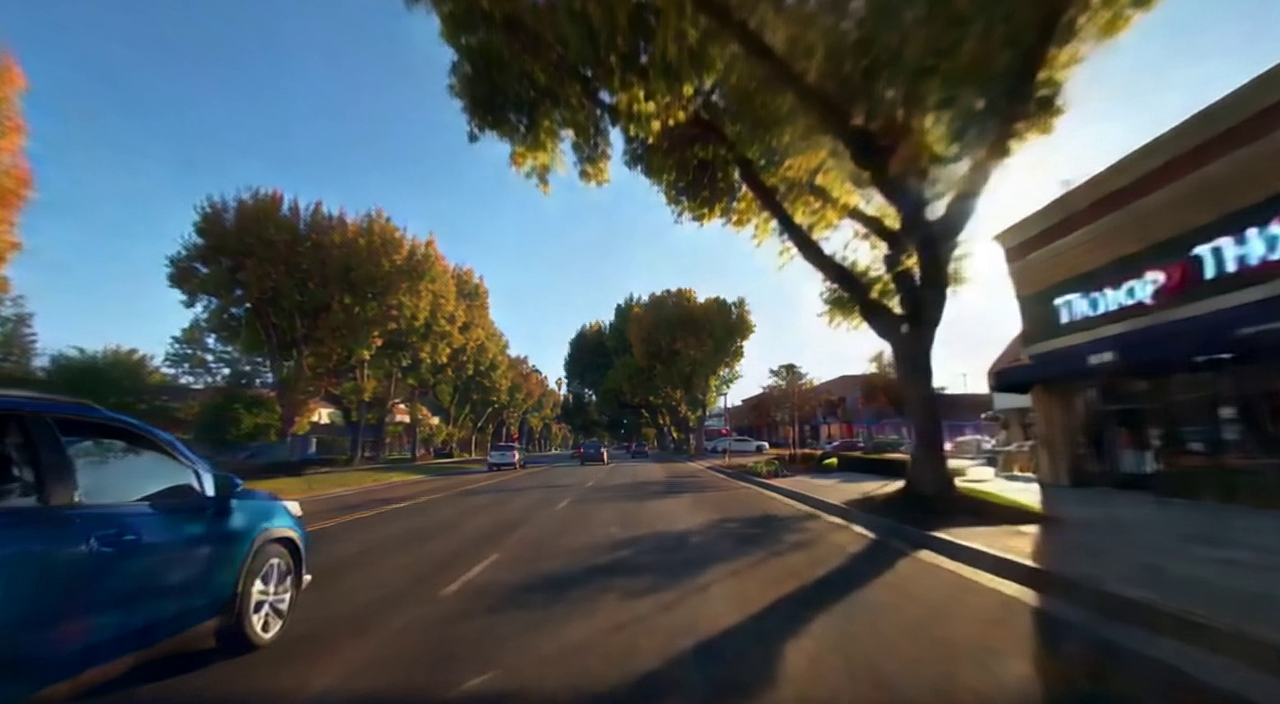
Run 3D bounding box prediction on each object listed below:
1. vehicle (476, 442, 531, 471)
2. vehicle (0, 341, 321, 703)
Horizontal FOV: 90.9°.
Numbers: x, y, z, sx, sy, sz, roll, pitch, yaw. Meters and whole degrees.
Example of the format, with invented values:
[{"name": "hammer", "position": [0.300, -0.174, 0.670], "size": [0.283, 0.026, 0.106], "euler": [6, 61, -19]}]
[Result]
[{"name": "vehicle", "position": [-7.465, 5.740, 34.927], "size": [1.990, 1.483, 4.410], "euler": [0, -8, 1]}, {"name": "vehicle", "position": [-3.312, 0.807, 2.265], "size": [2.127, 1.654, 4.121], "euler": [0, -8, 0]}]
